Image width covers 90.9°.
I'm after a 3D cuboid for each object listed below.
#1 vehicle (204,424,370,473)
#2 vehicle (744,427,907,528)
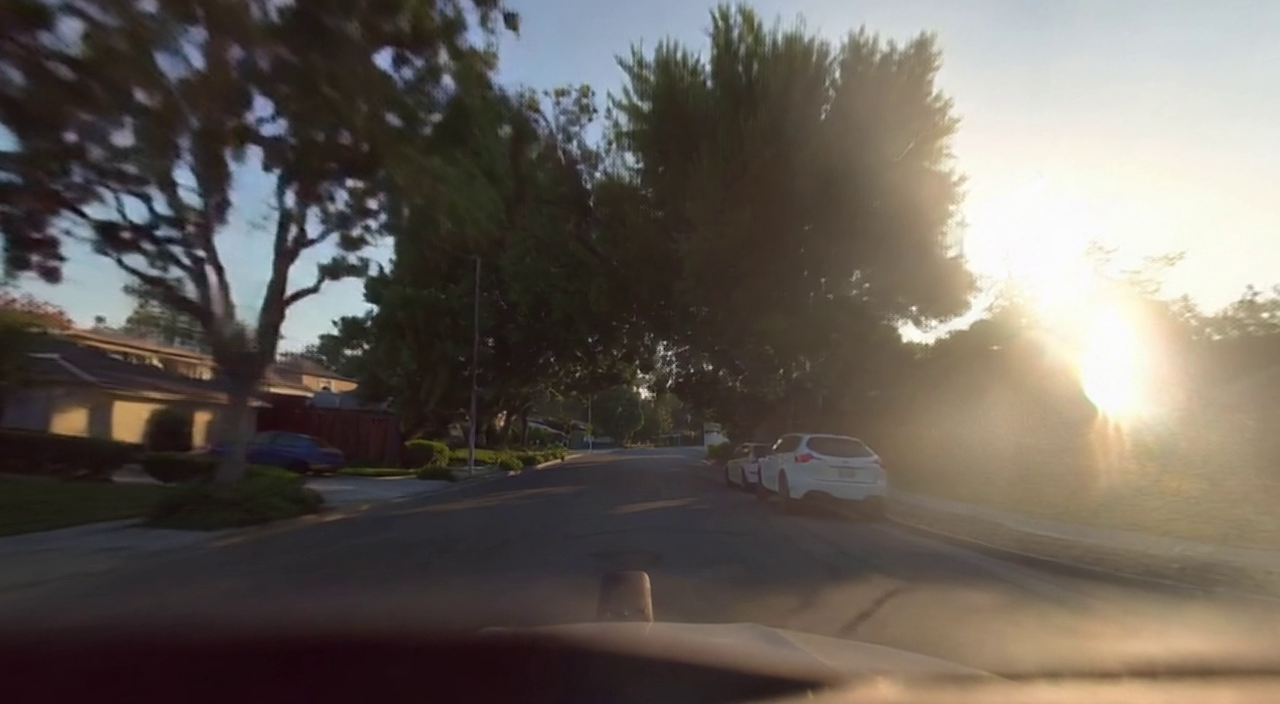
[{"bbox_3d":[-12.695,3.476,22.851,4.906,1.564,1.988,1,-8,6],"label":"vehicle"},{"bbox_3d":[3.655,2.555,13.482,2.046,1.760,4.570,0,-8,0],"label":"vehicle"}]
